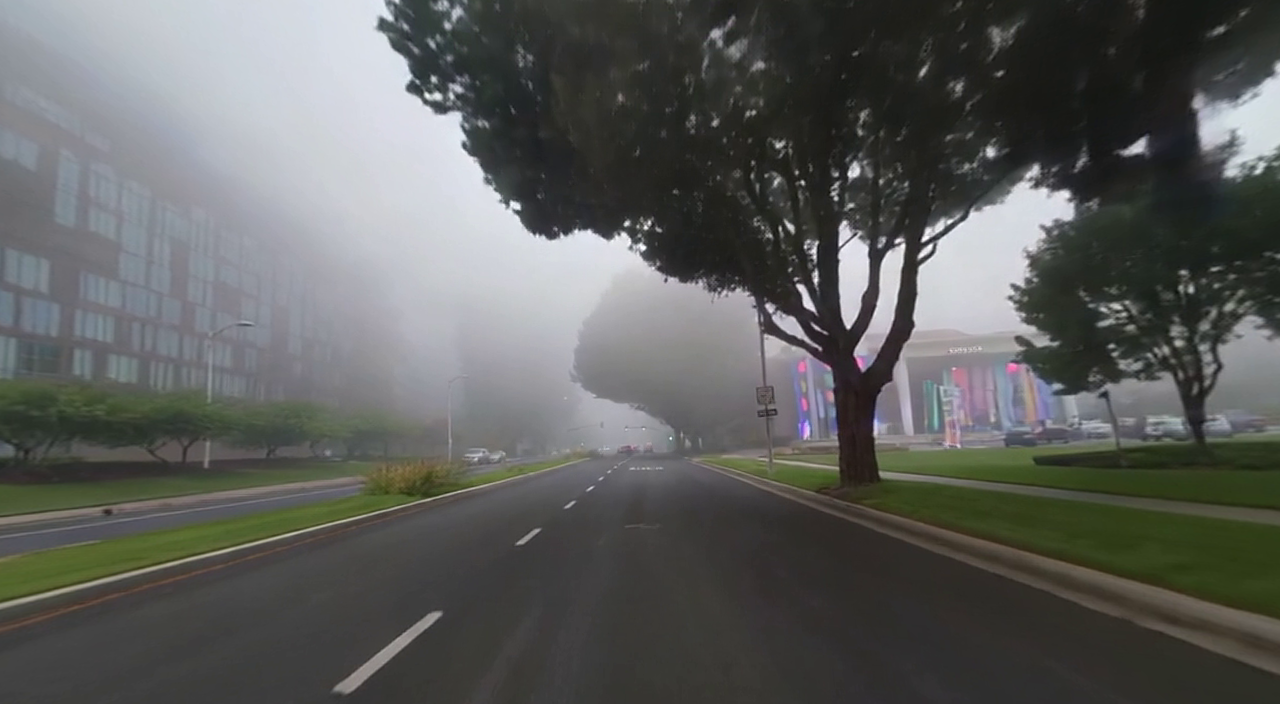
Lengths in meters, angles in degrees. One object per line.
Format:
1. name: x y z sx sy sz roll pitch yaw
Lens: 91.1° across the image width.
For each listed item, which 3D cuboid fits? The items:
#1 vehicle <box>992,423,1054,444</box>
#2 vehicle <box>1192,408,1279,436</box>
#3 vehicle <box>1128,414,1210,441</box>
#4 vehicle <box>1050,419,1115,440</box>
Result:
1. vehicle: 28.289 6.079 46.495 1.895 1.503 4.234 1 -8 0
2. vehicle: 39.205 4.650 41.264 1.945 1.690 4.317 -1 -8 1
3. vehicle: 33.846 4.887 40.305 1.866 1.550 3.927 -1 -8 2
4. vehicle: 33.618 5.908 47.794 1.917 1.469 4.195 0 -9 1
